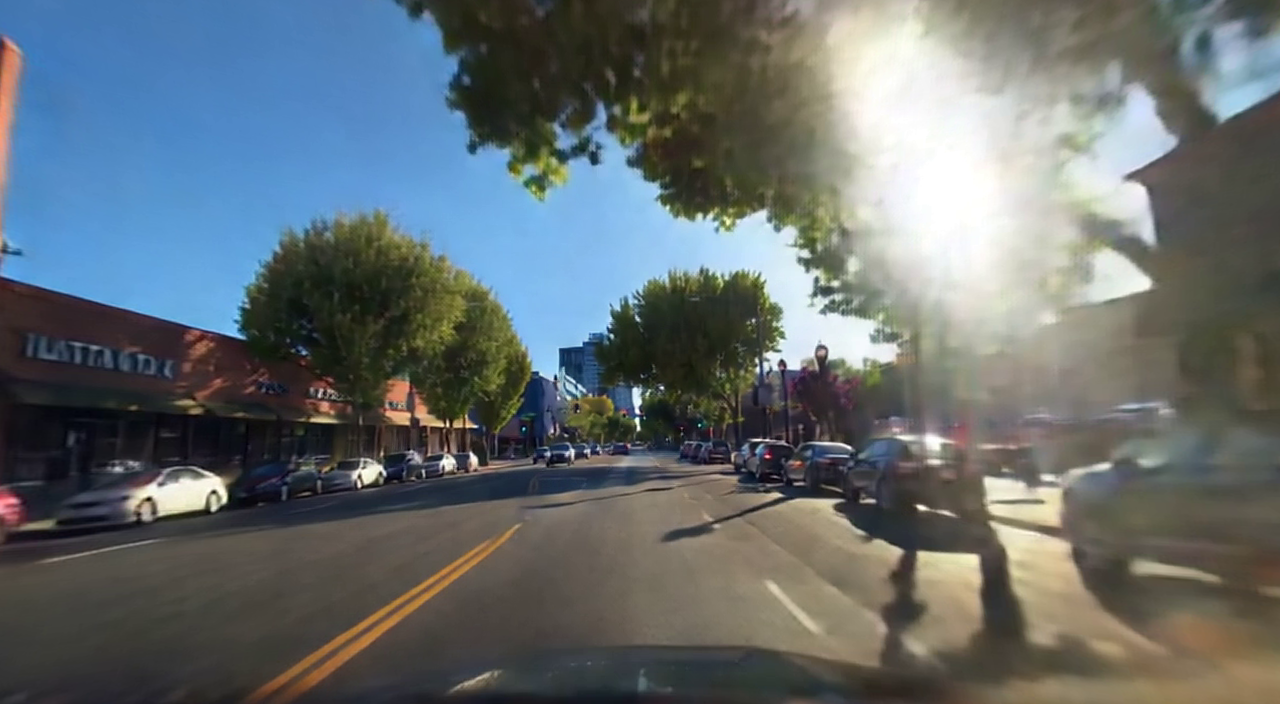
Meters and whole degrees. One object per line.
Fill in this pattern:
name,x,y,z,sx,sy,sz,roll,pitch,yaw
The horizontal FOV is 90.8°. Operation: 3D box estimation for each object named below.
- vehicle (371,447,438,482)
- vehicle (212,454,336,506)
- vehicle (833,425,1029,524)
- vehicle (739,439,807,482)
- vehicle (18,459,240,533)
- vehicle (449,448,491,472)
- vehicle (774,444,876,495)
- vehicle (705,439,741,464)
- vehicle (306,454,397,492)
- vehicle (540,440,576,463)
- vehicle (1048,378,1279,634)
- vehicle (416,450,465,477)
vehicle,-12.027,5.747,32.550,1.834,1.643,4.110,0,-8,1
vehicle,-12.503,4.365,21.943,1.800,1.532,4.110,0,-8,0
vehicle,6.012,2.569,13.836,1.991,1.771,4.604,0,-8,-1
vehicle,5.541,4.575,26.924,1.899,1.642,4.463,0,-8,0
vehicle,-12.620,3.543,16.119,1.927,1.489,4.572,0,-8,-2
vehicle,-12.117,7.687,45.222,1.894,1.654,3.944,0,-8,0
vehicle,5.823,3.722,20.477,1.787,1.463,4.506,0,-8,-2
vehicle,6.036,7.282,46.342,2.047,1.720,4.353,0,-8,0
vehicle,-12.525,5.261,27.792,1.868,1.418,4.415,-2,-9,1
vehicle,-6.368,7.788,49.541,2.095,1.759,4.413,0,-8,1
vehicle,5.899,1.218,5.244,2.010,1.943,4.319,-2,-9,-1
vehicle,-12.445,6.956,39.565,1.774,1.570,3.900,0,-8,0
